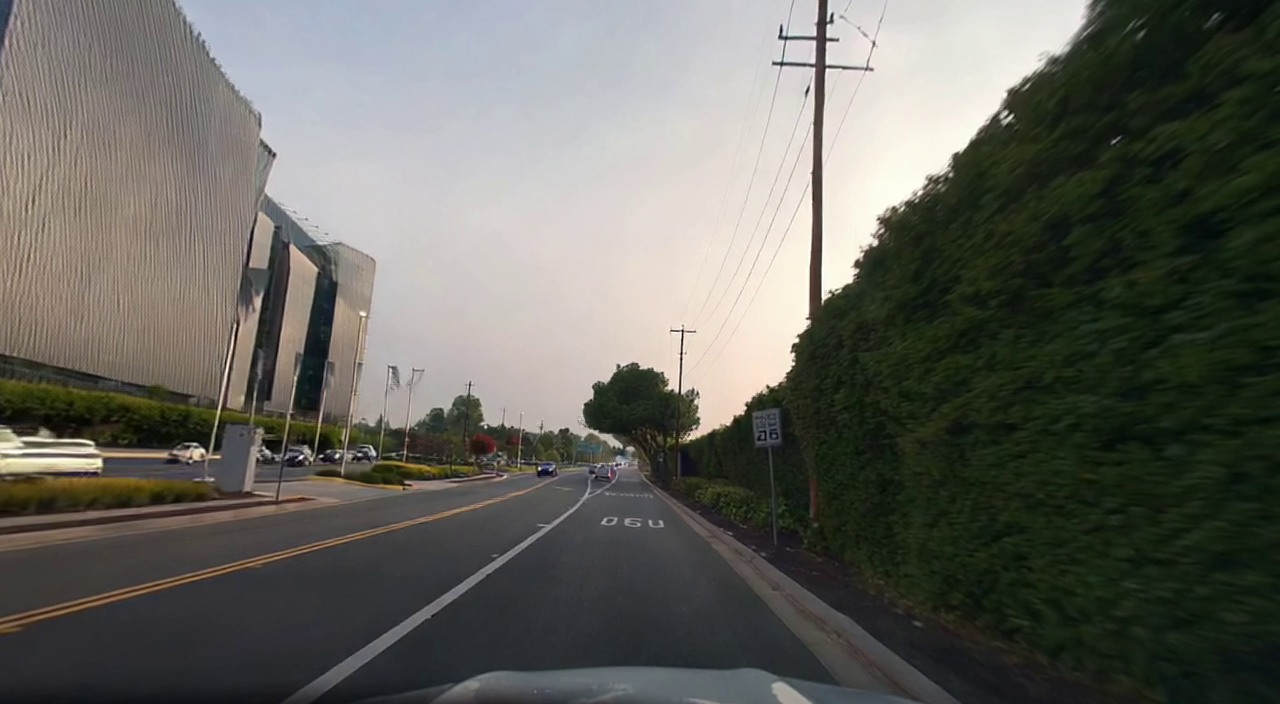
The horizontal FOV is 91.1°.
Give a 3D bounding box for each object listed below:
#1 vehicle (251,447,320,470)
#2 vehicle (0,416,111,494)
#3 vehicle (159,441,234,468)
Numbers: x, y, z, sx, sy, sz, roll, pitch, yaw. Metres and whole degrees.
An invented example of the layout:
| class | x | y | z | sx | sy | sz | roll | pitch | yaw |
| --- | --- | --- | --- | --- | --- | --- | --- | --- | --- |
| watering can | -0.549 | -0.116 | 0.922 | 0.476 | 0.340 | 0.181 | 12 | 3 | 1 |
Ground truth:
| class | x | y | z | sx | sy | sz | roll | pitch | yaw |
| --- | --- | --- | --- | --- | --- | --- | --- | --- | --- |
| vehicle | -27.170 | 8.163 | 48.180 | 4.630 | 1.710 | 2.035 | -4 | -11 | 22 |
| vehicle | -14.678 | 2.298 | 14.027 | 1.913 | 1.640 | 4.260 | 0 | -10 | 1 |
| vehicle | -29.333 | 6.799 | 41.529 | 3.973 | 1.647 | 1.896 | -3 | -11 | 19 |
